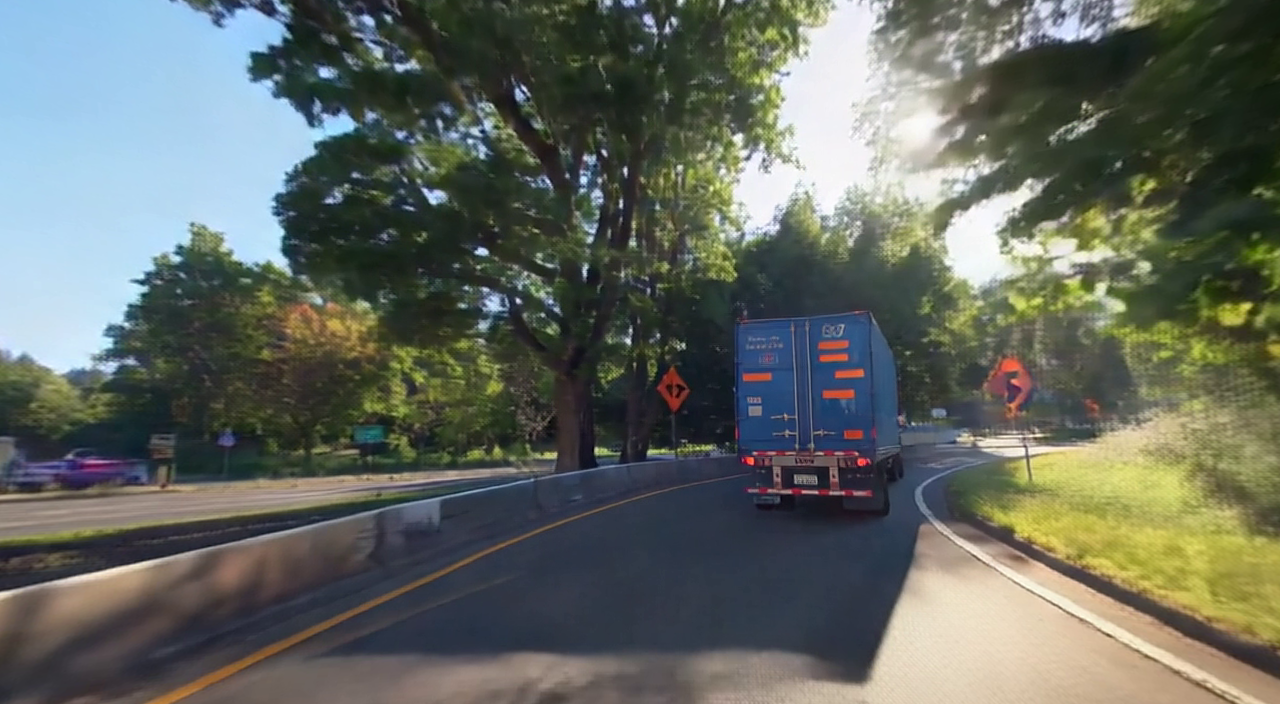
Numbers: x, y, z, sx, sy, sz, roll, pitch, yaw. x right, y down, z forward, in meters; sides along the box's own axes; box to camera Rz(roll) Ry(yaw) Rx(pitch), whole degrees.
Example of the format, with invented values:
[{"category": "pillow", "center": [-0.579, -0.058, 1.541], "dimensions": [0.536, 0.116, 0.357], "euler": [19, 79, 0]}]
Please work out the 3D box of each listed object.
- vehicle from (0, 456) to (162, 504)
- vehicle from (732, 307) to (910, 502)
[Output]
[{"category": "vehicle", "center": [-20.015, 4.515, 22.560], "dimensions": [4.350, 1.410, 1.726], "euler": [6, -10, -41]}, {"category": "vehicle", "center": [5.245, 1.587, 16.548], "dimensions": [2.937, 3.647, 9.344], "euler": [-4, -8, 24]}]
